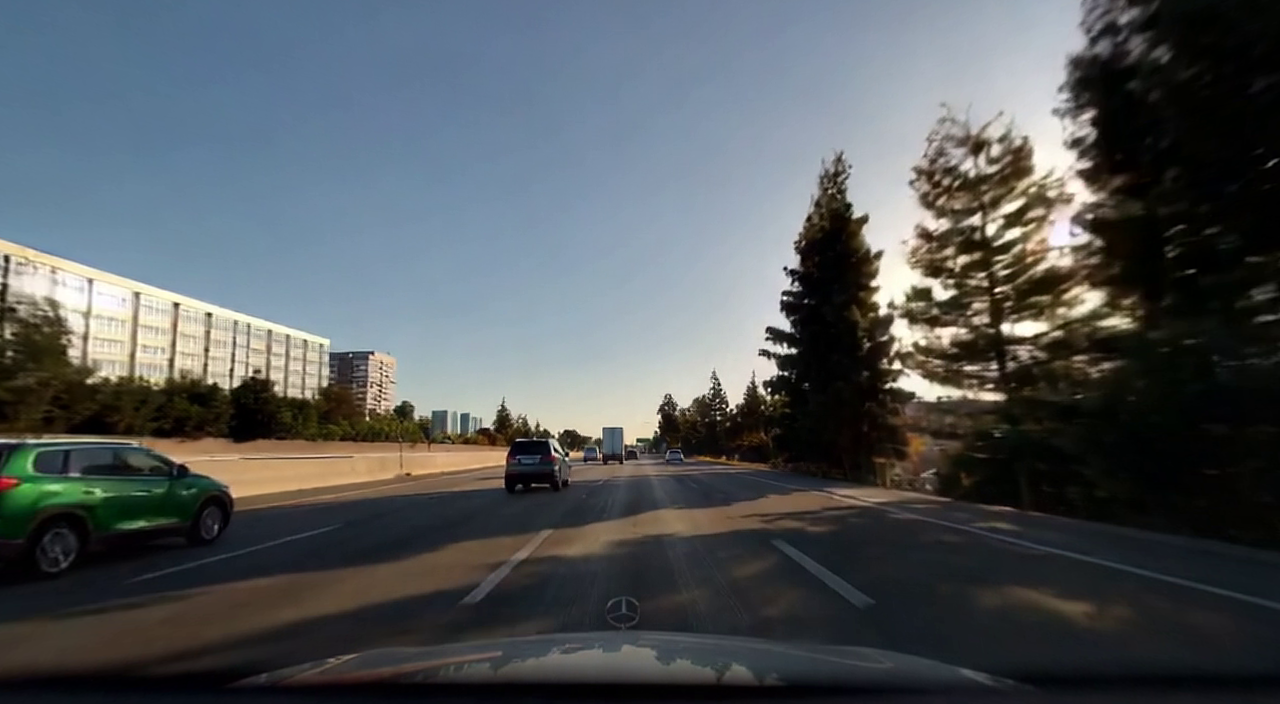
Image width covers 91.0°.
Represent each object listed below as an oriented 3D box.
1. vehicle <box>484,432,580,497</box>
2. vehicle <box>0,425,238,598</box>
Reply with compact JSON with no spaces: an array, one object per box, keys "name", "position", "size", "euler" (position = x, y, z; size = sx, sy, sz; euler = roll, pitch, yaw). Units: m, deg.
[{"name":"vehicle","position":[-3.190,3.426,19.536],"size":[2.111,1.742,4.315],"euler":[1,-9,1]},{"name":"vehicle","position":[-6.648,1.557,6.635],"size":[1.969,1.520,4.190],"euler":[1,-9,1]}]
